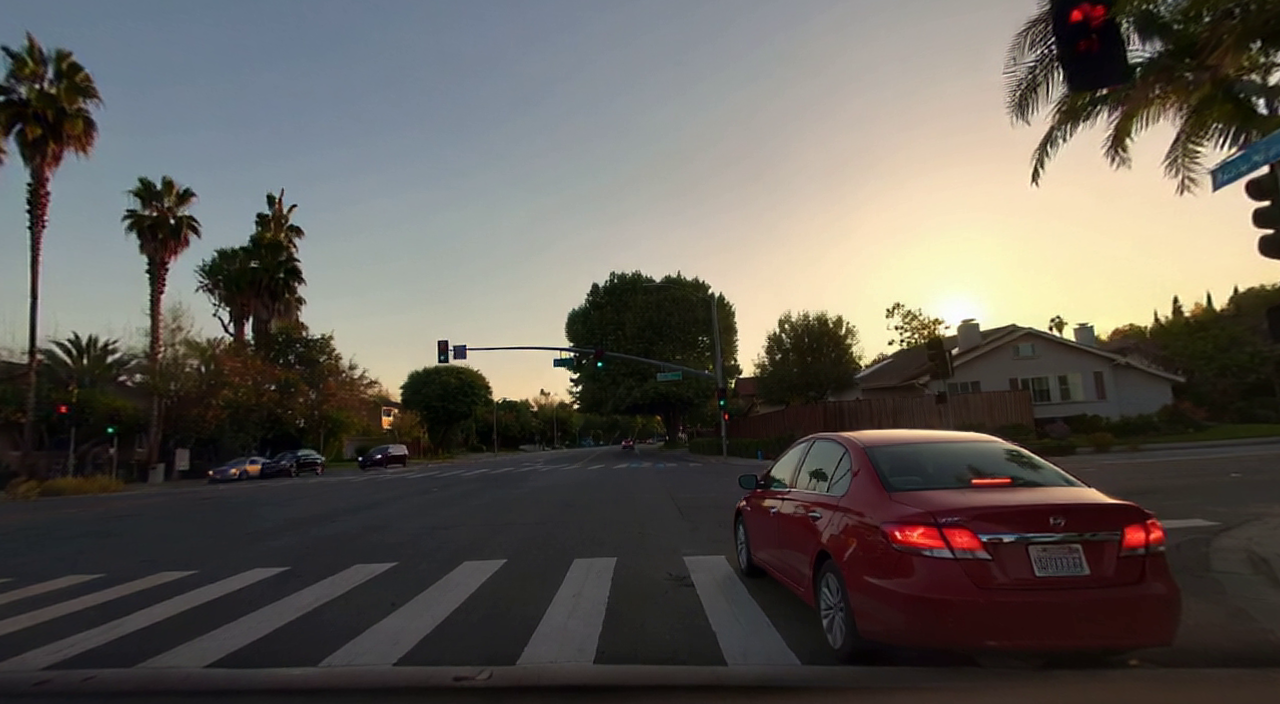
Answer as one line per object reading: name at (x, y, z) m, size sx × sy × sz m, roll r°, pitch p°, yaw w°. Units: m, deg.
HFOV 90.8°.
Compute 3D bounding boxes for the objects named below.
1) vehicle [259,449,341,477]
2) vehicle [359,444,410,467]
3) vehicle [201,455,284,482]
vehicle at (-20.041, 6.521, 37.513) m, size 2.084 × 1.528 × 4.778 m, roll 0°, pitch -9°, yaw 1°
vehicle at (-19.871, 8.049, 49.313) m, size 1.929 × 1.644 × 4.763 m, roll 0°, pitch -9°, yaw 1°
vehicle at (-24.114, 7.059, 38.562) m, size 2.019 × 1.427 × 4.630 m, roll -1°, pitch -9°, yaw 2°
